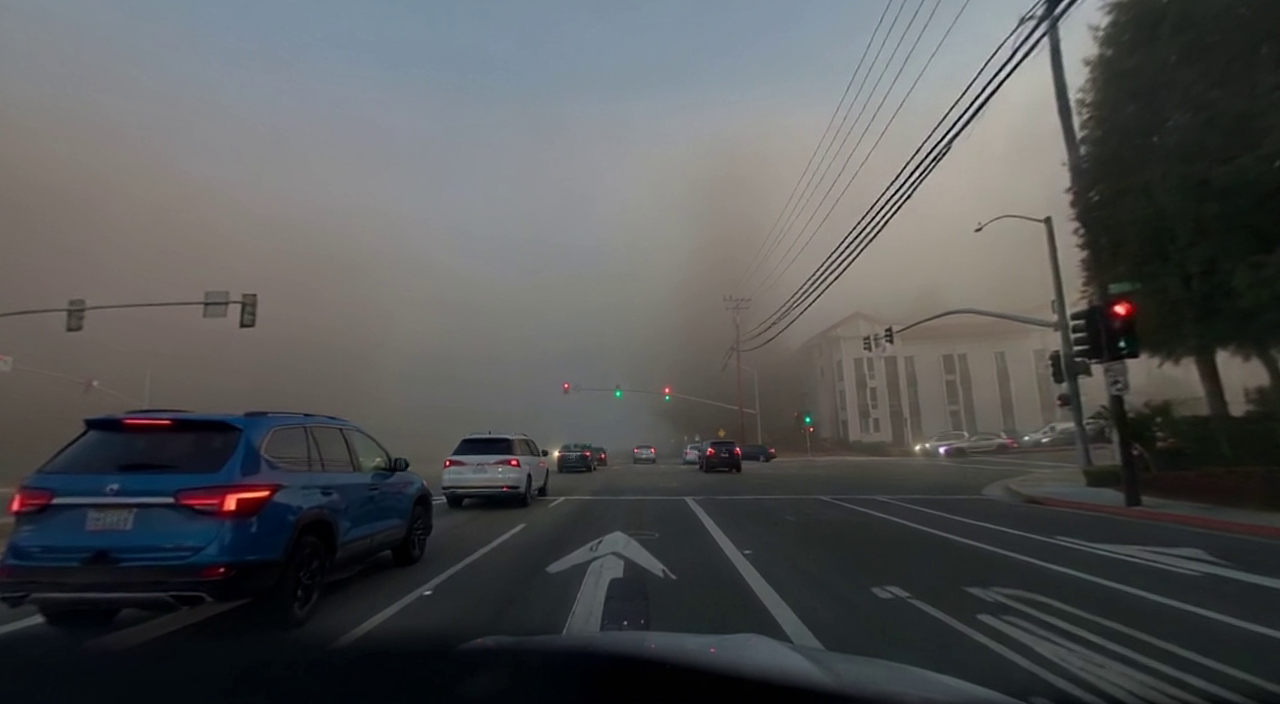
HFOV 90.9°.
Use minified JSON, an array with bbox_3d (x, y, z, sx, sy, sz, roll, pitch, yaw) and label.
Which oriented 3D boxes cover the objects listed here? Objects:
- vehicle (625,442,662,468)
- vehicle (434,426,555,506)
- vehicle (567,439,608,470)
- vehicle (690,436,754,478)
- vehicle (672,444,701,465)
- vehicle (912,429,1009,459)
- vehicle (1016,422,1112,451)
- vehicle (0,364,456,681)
[{"bbox_3d":[0.249,6.562,40.234,2.185,1.515,4.215,0,-9,1],"label":"vehicle"},{"bbox_3d":[-3.516,2.854,16.141,1.958,1.744,4.315,0,-9,1],"label":"vehicle"},{"bbox_3d":[-2.984,5.945,36.528,1.900,1.677,4.128,0,-9,2],"label":"vehicle"},{"bbox_3d":[3.566,4.692,28.400,2.201,1.734,4.564,0,-9,-1],"label":"vehicle"},{"bbox_3d":[3.506,7.799,48.106,1.886,1.455,4.227,0,-9,0],"label":"vehicle"},{"bbox_3d":[19.831,5.702,39.114,5.033,1.802,1.928,1,-9,-5],"label":"vehicle"},{"bbox_3d":[26.351,5.288,39.271,4.439,1.748,2.037,0,-9,1],"label":"vehicle"},{"bbox_3d":[-3.436,1.268,5.727,2.127,1.754,4.287,0,-9,1],"label":"vehicle"}]
